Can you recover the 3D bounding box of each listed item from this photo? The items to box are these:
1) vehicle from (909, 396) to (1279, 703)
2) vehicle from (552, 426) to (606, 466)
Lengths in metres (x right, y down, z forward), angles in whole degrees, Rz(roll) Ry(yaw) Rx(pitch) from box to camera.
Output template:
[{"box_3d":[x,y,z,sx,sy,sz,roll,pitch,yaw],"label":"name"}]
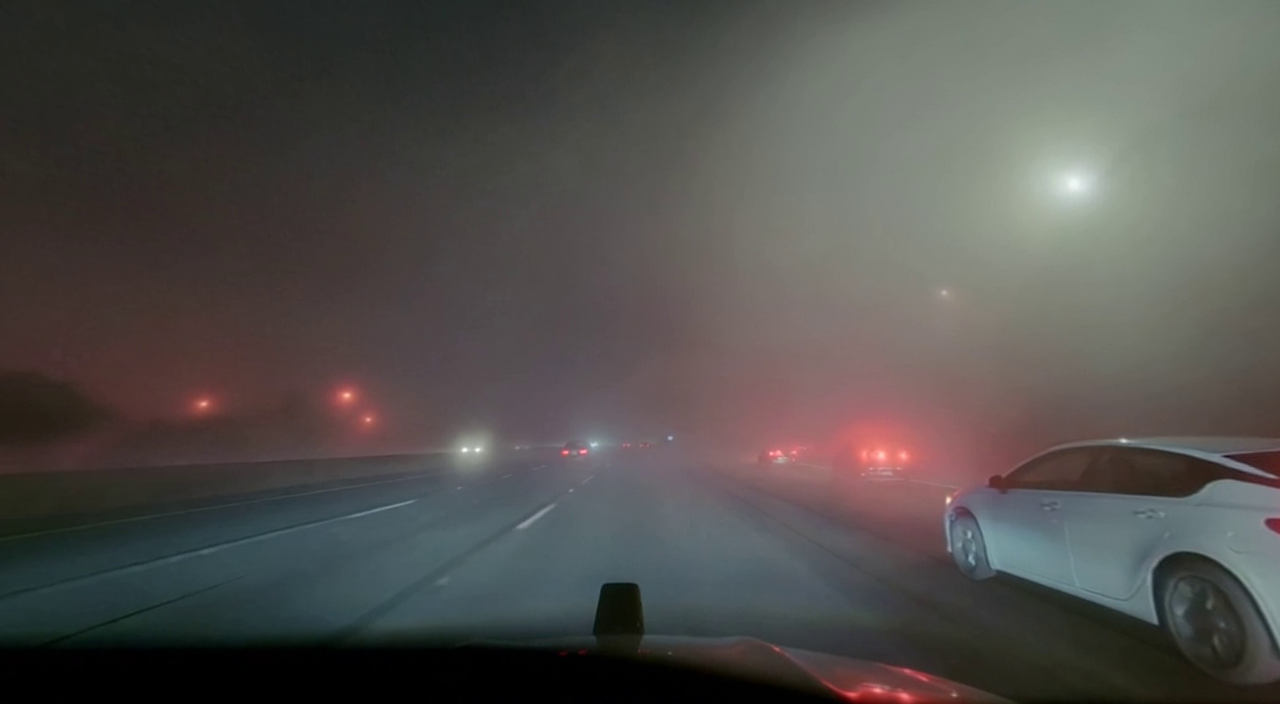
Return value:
[{"box_3d":[3.677,1.134,3.735,2.047,1.532,4.884,0,-9,1],"label":"vehicle"},{"box_3d":[-3.583,5.761,38.481,2.496,2.203,6.317,0,-9,1],"label":"vehicle"}]
